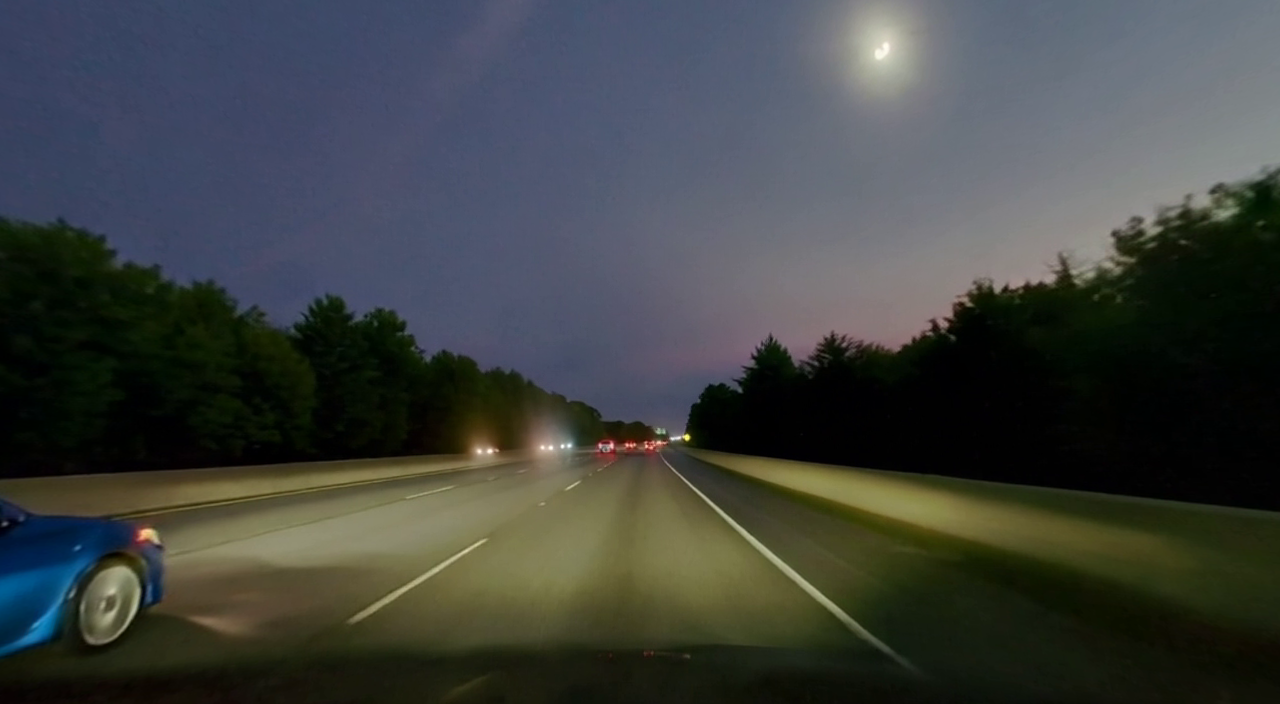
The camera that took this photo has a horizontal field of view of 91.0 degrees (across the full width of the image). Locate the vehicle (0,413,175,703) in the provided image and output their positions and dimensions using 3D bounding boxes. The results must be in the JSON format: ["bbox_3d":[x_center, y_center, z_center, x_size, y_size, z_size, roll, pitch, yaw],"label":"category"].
[{"bbox_3d":[-4.125,0.864,1.876,1.996,1.454,4.495,-1,-8,1],"label":"vehicle"}]
